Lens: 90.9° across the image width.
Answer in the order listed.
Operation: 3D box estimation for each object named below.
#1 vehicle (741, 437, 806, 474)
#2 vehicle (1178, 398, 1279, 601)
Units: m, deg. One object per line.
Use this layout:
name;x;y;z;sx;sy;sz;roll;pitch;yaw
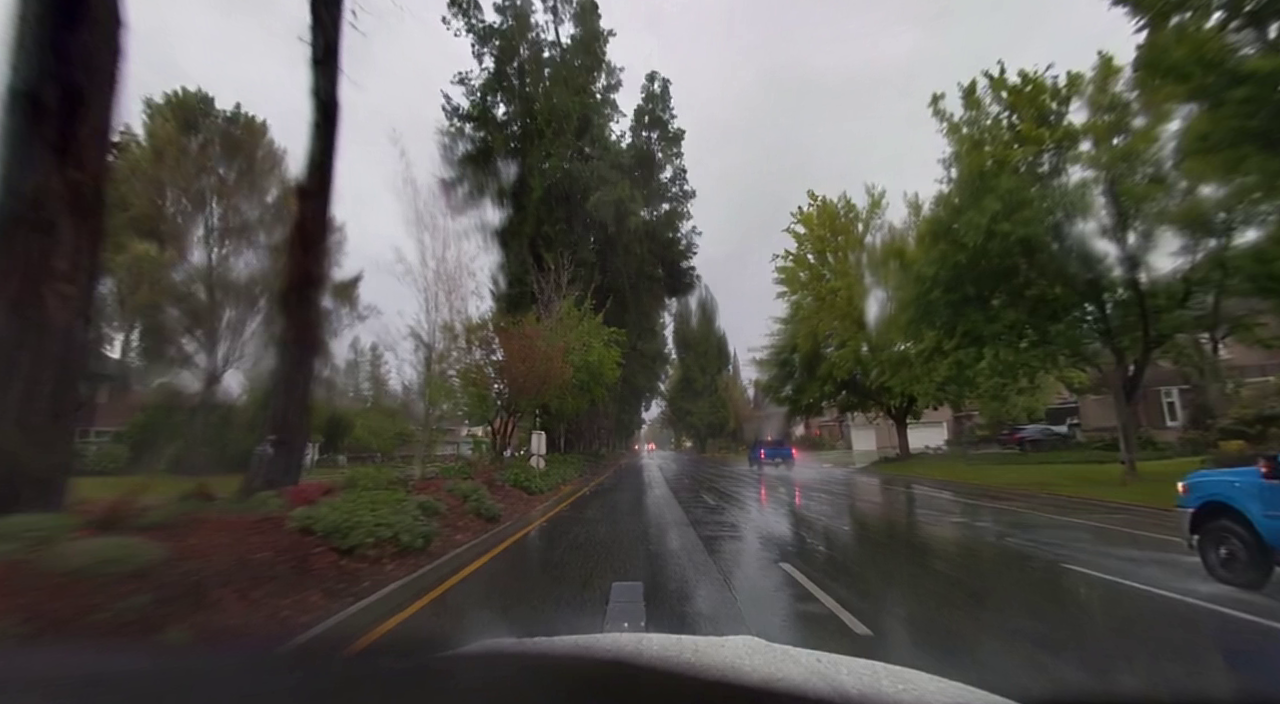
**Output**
vehicle;6.905;5.456;33.374;2.262;1.769;5.666;0;-8;0
vehicle;6.342;1.037;3.958;1.991;1.684;4.425;0;-8;0
